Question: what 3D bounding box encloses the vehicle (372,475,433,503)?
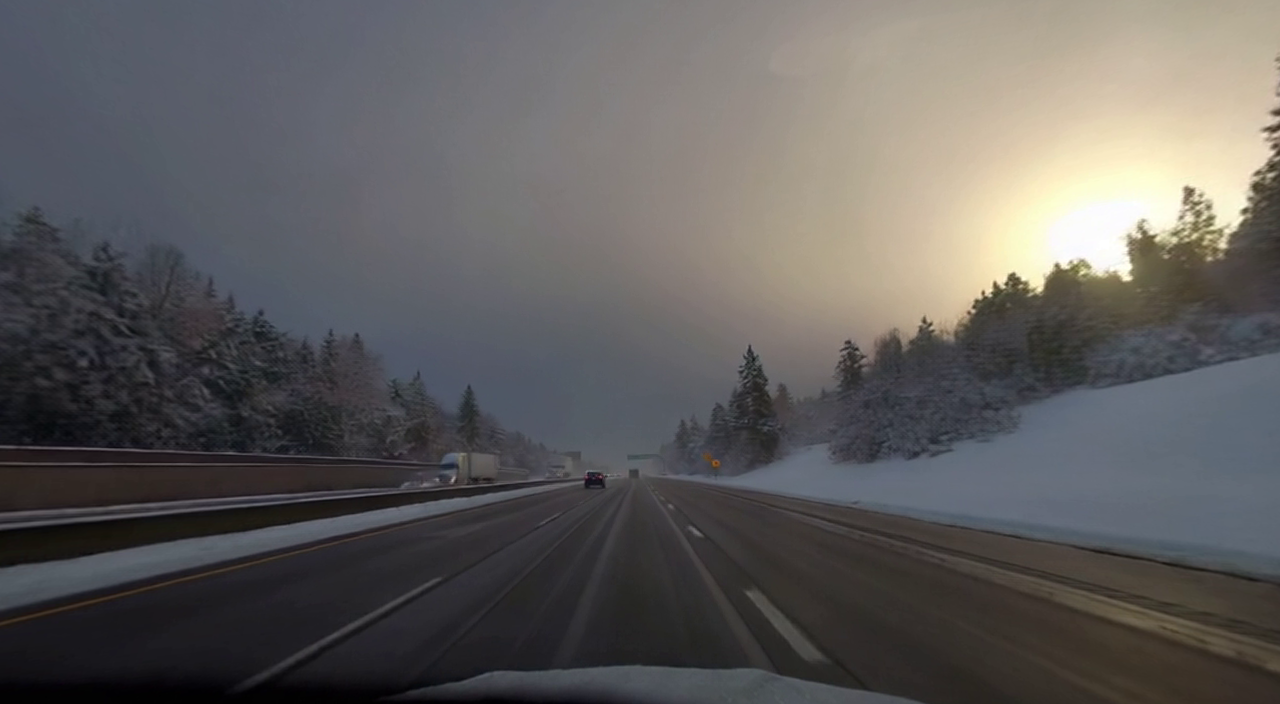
[{"bbox_3d":[-14.032,8.093,37.491,1.938,1.462,4.306,1,-11,0],"label":"vehicle"}]
